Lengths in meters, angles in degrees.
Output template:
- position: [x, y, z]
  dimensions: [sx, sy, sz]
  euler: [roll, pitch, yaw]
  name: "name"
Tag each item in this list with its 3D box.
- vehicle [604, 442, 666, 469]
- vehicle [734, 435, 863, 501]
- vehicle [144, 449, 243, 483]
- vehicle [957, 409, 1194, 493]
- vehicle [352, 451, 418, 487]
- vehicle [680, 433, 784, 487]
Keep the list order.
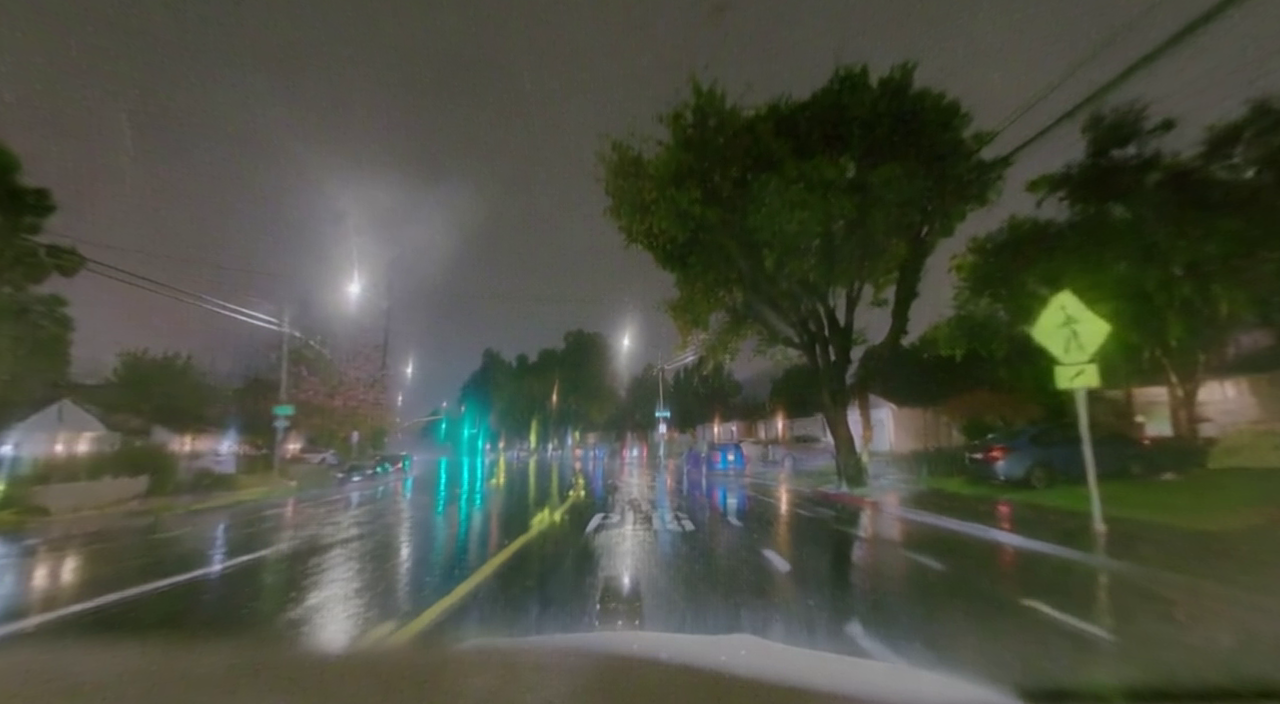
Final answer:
- position: [-0.511, 7.536, 45.942]
  dimensions: [2.723, 1.785, 7.174]
  euler: [3, -10, -16]
  name: "vehicle"
- position: [4.801, 3.631, 20.344]
  dimensions: [1.954, 1.732, 6.409]
  euler: [2, -8, -5]
  name: "vehicle"
- position: [-20.997, 5.363, 29.862]
  dimensions: [1.942, 1.464, 4.537]
  euler: [2, -9, -9]
  name: "vehicle"
- position: [11.684, 2.675, 17.124]
  dimensions: [4.882, 1.766, 2.040]
  euler: [-4, -9, -4]
  name: "vehicle"
- position: [-13.397, 6.117, 33.332]
  dimensions: [2.292, 1.499, 4.661]
  euler: [-4, -8, -11]
  name: "vehicle"
- position: [3.746, 4.622, 27.381]
  dimensions: [2.402, 1.889, 6.910]
  euler: [5, -9, -9]
  name: "vehicle"
